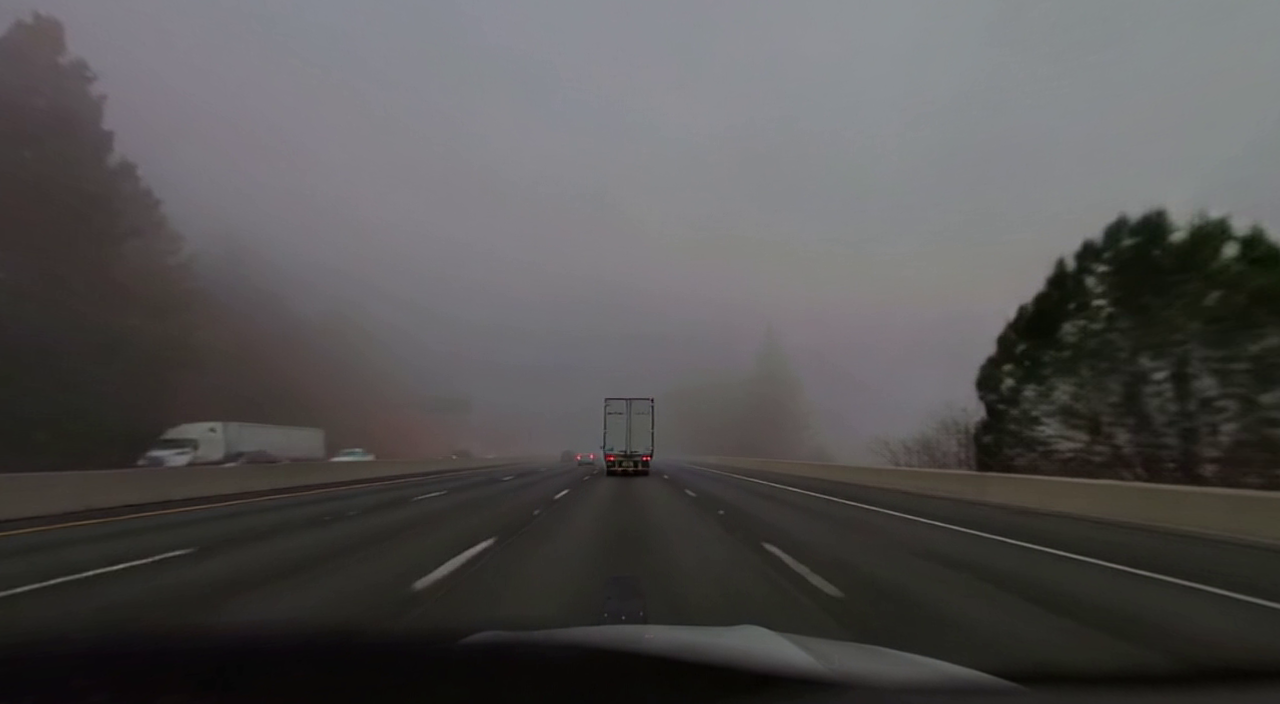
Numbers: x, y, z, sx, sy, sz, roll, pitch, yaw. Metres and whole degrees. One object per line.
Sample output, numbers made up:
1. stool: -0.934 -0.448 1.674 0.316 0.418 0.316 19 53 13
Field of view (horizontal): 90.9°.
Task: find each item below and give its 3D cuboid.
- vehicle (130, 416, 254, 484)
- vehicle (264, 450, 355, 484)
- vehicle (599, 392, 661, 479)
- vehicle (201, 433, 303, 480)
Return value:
1. vehicle: -27.041 5.983 38.489 2.987 3.744 6.096 0 -9 -1
2. vehicle: -15.216 5.293 29.300 1.964 1.411 4.245 0 -9 -1
3. vehicle: -0.675 4.857 35.633 2.875 4.056 12.312 0 -9 -2
4. vehicle: -22.635 6.125 37.117 2.308 2.558 5.787 0 -9 -1
